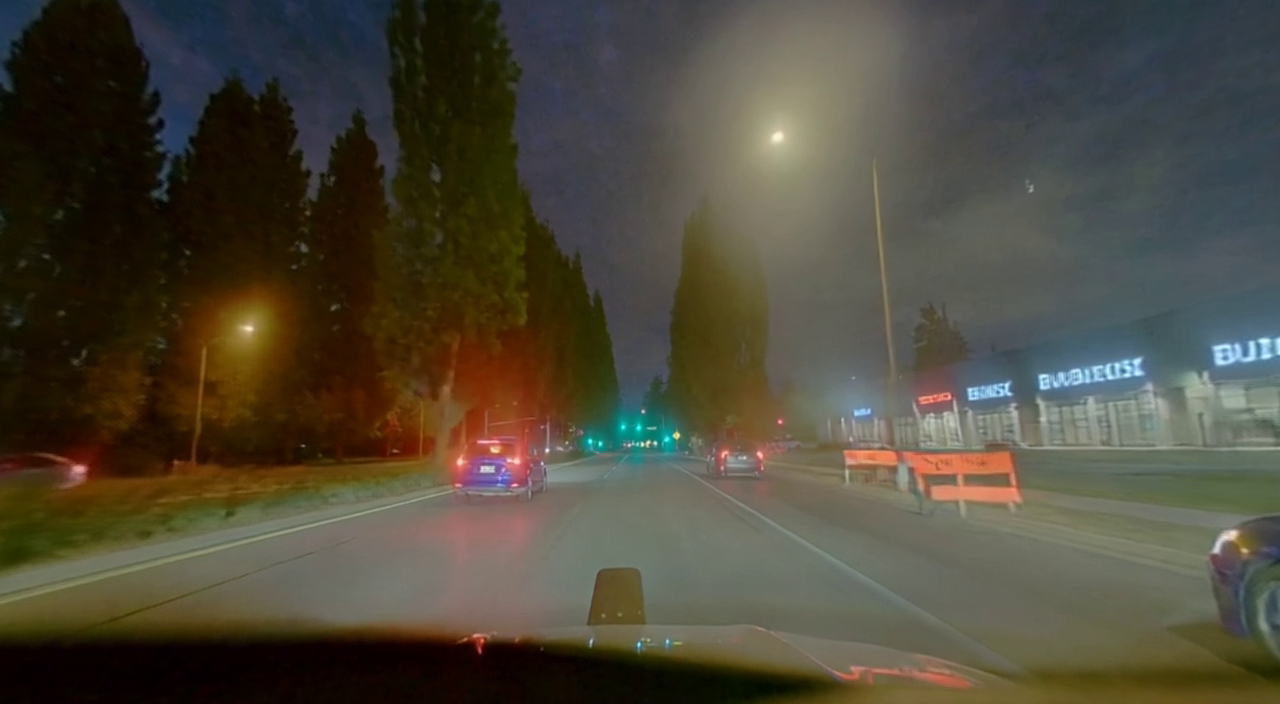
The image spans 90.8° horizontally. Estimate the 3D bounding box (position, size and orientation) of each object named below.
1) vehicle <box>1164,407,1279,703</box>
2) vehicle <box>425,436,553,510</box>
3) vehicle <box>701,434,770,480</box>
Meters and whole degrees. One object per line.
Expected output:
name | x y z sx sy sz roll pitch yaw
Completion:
vehicle | 4.015 0.823 1.770 1.827 1.491 3.743 0 -9 0
vehicle | -3.332 2.759 14.883 2.020 1.474 4.098 0 -9 0
vehicle | 4.074 4.567 27.717 2.159 1.793 4.735 0 -9 -1
